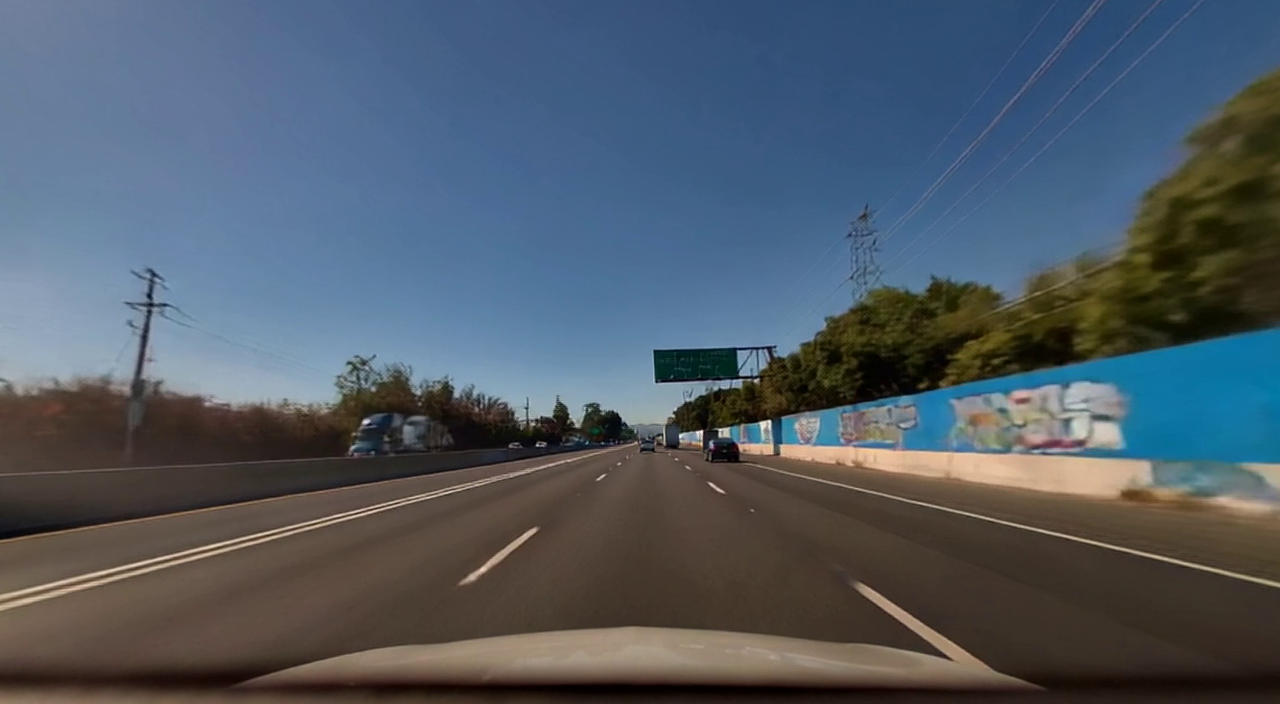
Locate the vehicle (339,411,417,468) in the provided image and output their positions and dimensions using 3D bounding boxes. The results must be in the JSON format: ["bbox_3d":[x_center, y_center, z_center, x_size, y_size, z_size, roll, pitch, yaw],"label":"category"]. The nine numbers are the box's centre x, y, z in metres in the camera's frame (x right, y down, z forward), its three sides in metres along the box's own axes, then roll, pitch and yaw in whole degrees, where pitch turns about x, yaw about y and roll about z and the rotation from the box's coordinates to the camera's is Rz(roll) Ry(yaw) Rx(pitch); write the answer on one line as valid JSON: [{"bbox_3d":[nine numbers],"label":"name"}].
[{"bbox_3d":[-18.920,6.375,45.834,2.965,3.866,6.042,0,-8,0],"label":"vehicle"}]

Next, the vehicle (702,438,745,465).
[{"bbox_3d":[4.960,5.953,37.745,1.991,1.494,3.951,0,-8,0],"label":"vehicle"}]
